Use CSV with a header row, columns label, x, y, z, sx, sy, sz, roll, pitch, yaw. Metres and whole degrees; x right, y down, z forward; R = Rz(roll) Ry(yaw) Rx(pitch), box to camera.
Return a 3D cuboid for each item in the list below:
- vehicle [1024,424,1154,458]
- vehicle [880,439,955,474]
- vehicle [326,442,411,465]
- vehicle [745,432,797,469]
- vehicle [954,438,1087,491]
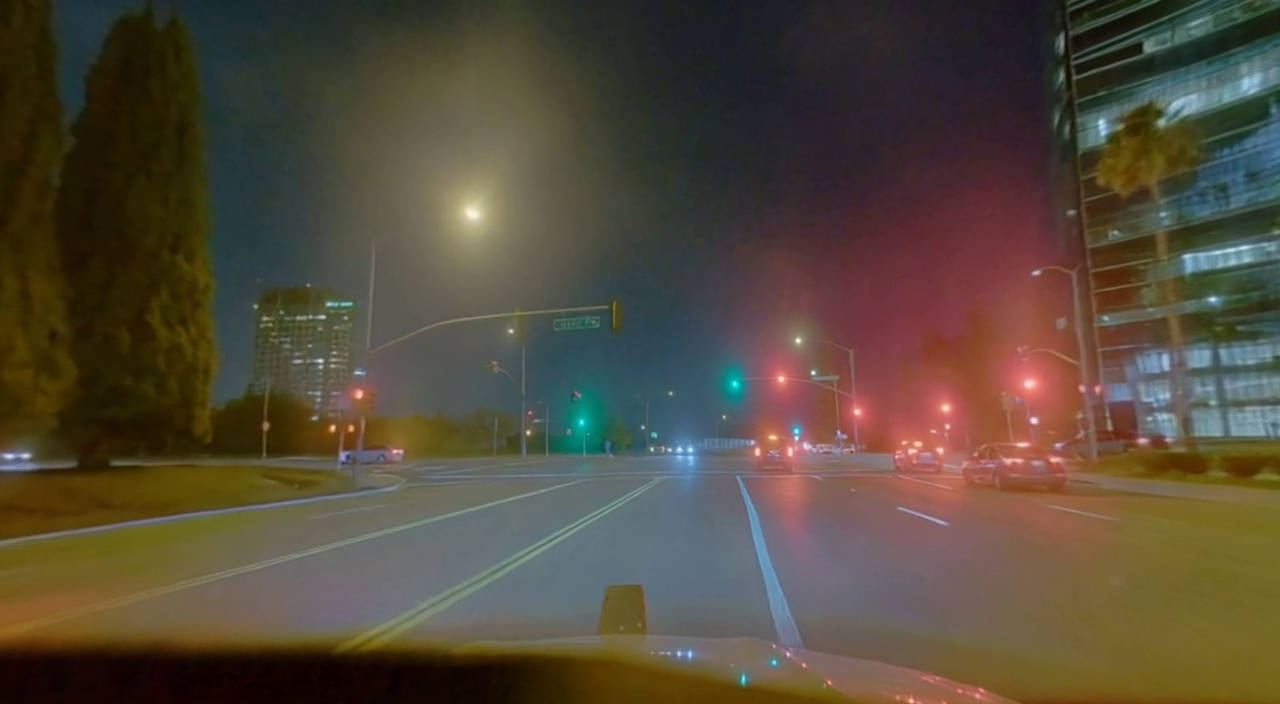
label,x,y,z,sx,sy,sz,roll,pitch,yaw
vehicle,28.392,5.695,39.929,6.170,1.978,2.399,-1,-9,7
vehicle,12.624,4.776,28.887,1.860,1.460,4.379,-1,-9,6
vehicle,-18.388,6.904,42.650,4.856,1.528,2.053,-1,-10,8
vehicle,6.720,5.090,32.543,2.203,1.801,4.331,-1,-9,6
vehicle,11.644,3.445,19.600,1.896,1.463,4.296,-1,-9,7
